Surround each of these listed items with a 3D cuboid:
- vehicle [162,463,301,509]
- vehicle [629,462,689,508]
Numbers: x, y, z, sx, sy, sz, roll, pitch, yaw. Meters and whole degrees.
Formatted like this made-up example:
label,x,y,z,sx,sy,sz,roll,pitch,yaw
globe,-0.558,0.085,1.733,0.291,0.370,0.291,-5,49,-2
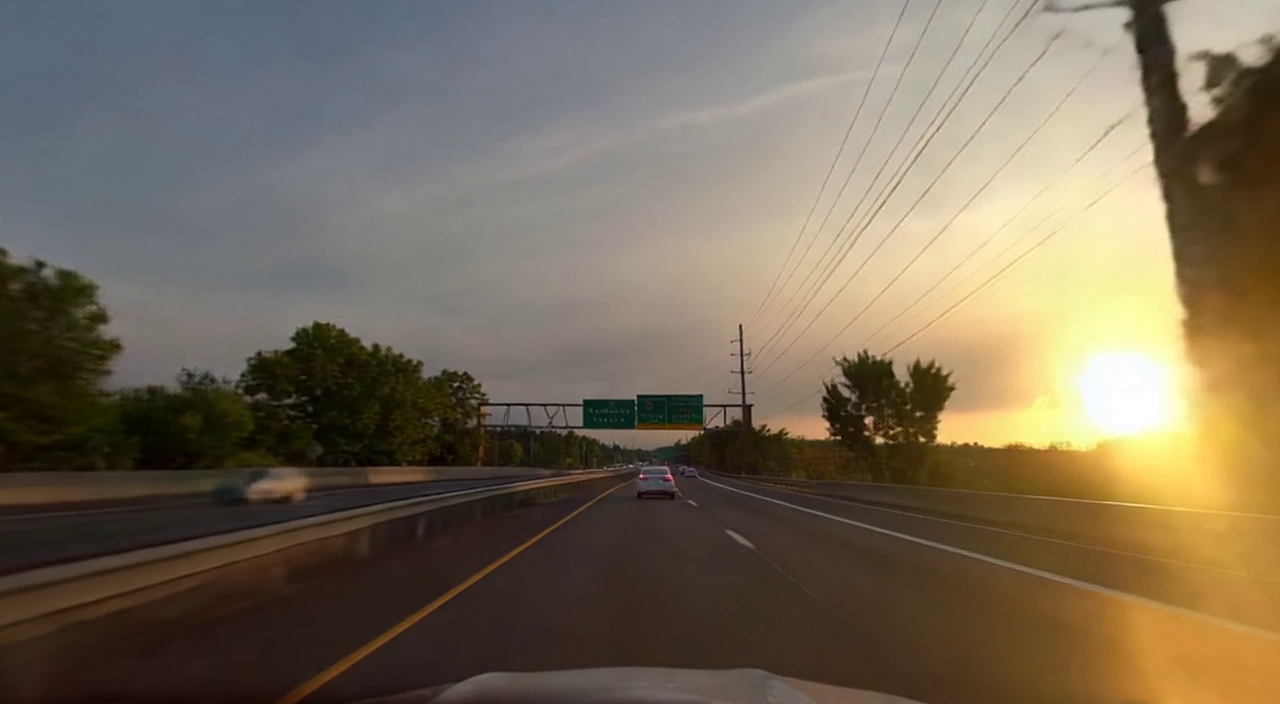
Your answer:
label,x,y,z,sx,sy,sz,roll,pitch,yaw
vehicle,-14.980,4.931,23.506,1.980,1.476,4.619,1,-10,1
vehicle,0.643,4.793,23.030,1.987,1.480,3.786,1,-10,0
